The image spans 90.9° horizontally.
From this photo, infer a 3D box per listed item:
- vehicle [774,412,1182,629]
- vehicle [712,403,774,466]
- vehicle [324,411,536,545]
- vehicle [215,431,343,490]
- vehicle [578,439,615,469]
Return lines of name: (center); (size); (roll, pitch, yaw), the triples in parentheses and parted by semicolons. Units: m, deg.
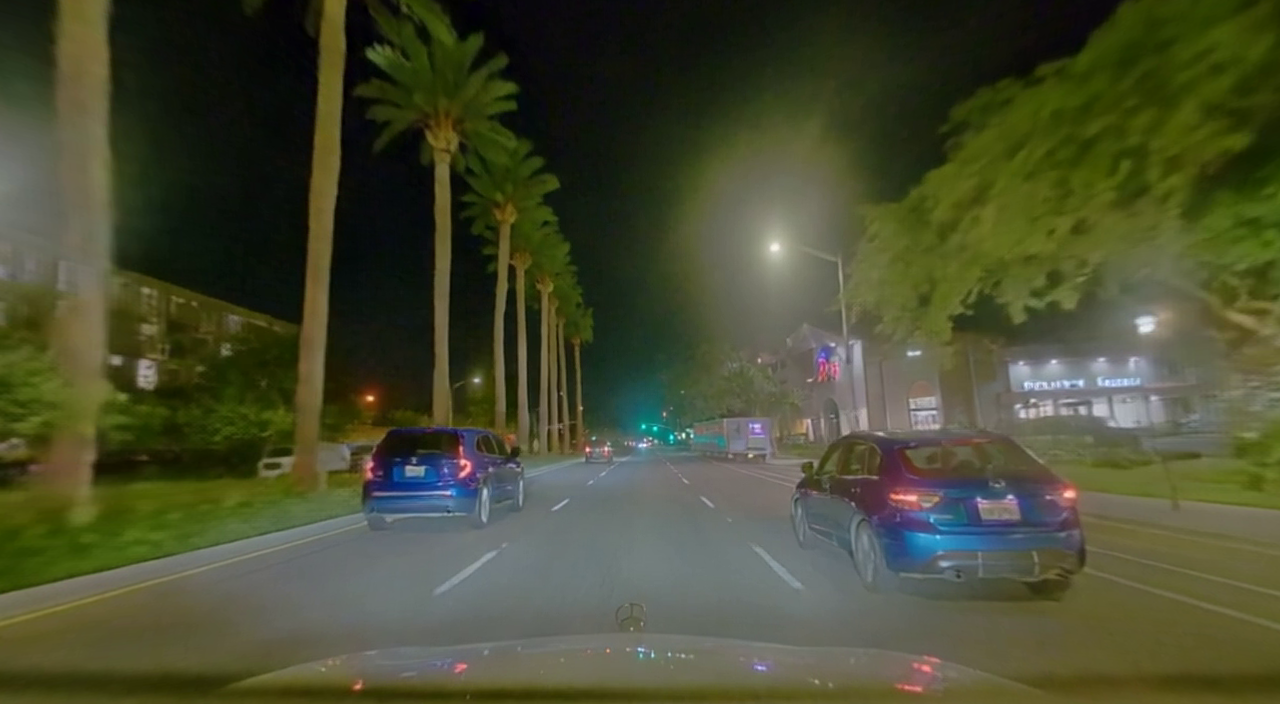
vehicle: (2.837, 1.492, 6.585); (1.946, 1.513, 4.133); (0, -8, 0)
vehicle: (7.039, 5.831, 44.345); (2.902, 3.992, 8.073); (0, -8, 0)
vehicle: (-3.219, 2.029, 10.813); (2.058, 1.804, 4.391); (0, -8, 1)
vehicle: (-21.838, 6.568, 38.884); (2.989, 3.225, 8.285); (0, -8, 0)
vehicle: (-2.658, 6.341, 39.562); (1.998, 1.743, 4.402); (0, -8, 1)
